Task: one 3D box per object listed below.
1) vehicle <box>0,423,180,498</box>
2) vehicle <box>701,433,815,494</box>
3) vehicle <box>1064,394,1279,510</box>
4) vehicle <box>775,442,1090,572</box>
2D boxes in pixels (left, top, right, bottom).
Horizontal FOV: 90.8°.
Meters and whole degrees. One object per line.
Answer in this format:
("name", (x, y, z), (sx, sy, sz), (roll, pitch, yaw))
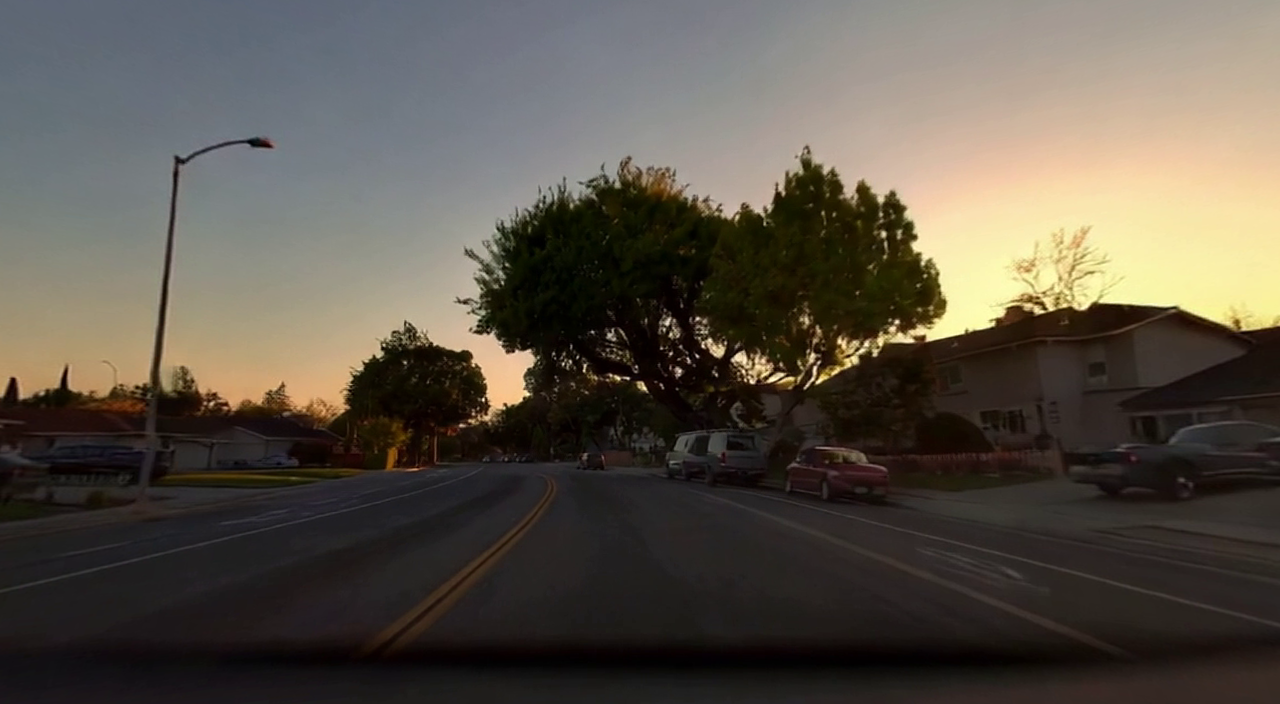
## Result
("vehicle", (-19.574, 3.667, 21.490), (5.680, 2.354, 2.326), (1, -10, -12))
("vehicle", (4.449, 4.381, 25.407), (2.670, 2.085, 6.775), (1, -9, -5))
("vehicle", (14.420, 2.347, 14.793), (6.635, 2.414, 2.896), (-2, -11, 6))
("vehicle", (4.591, 2.467, 11.163), (2.713, 1.671, 4.939), (1, -8, -8))
